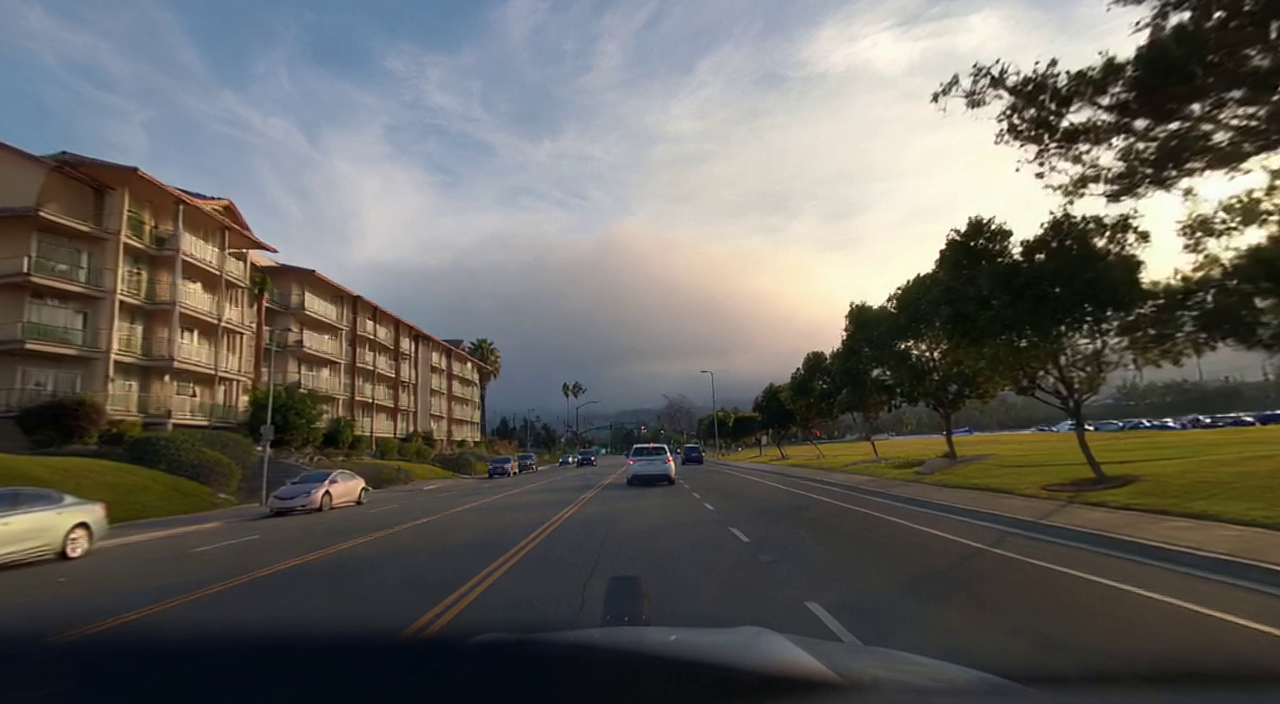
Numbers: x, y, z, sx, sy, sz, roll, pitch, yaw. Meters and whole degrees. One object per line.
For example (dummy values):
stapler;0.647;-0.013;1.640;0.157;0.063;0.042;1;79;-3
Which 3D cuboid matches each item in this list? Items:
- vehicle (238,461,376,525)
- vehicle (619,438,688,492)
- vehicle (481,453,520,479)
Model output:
vehicle;-10.390;4.381;20.068;1.955;1.467;4.467;-7;-9;0
vehicle;0.390;3.772;21.390;2.132;1.632;3.838;0;-9;-1
vehicle;-10.080;8.202;45.757;1.932;1.607;4.191;-3;-8;-2
